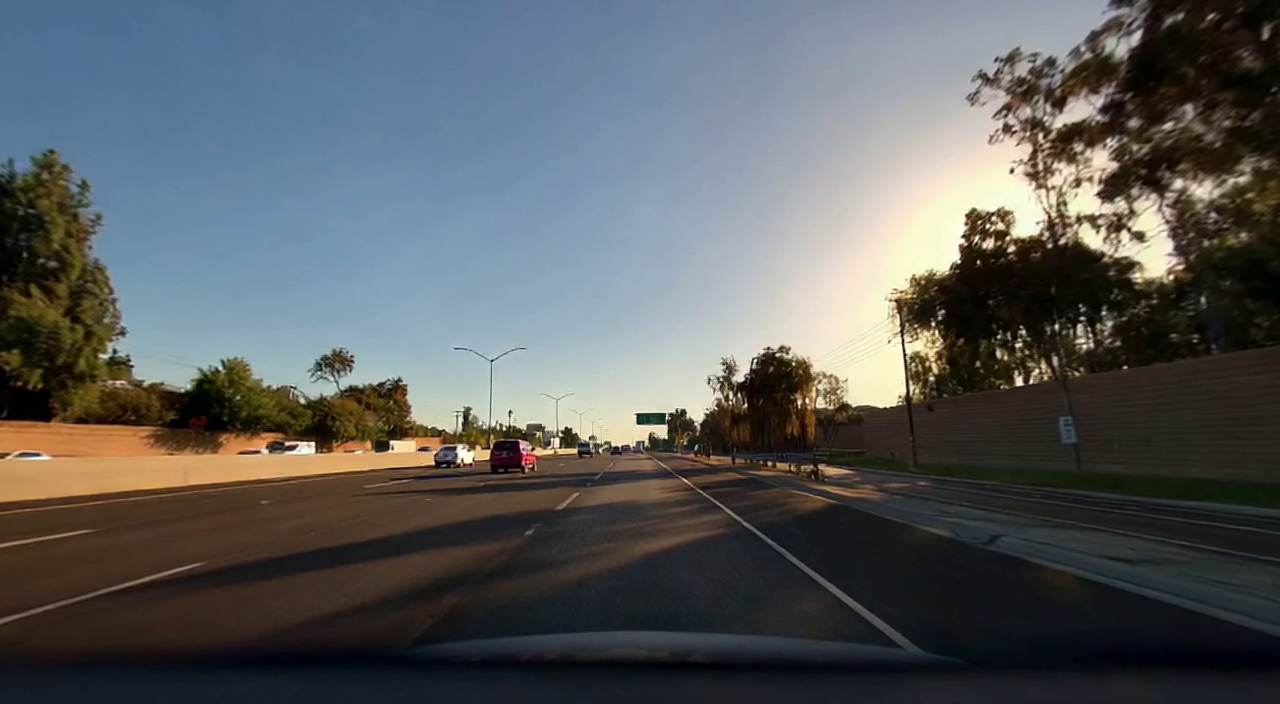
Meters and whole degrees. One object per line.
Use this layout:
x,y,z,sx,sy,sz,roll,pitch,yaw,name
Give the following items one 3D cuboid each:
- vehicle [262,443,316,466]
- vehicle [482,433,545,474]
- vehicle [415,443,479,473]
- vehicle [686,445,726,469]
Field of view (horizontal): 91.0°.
-23.100,6.725,41.579,1.527,1.415,3.464,1,-9,0,vehicle
-6.471,5.268,32.776,2.255,1.934,4.868,1,-9,0,vehicle
-10.317,5.676,34.047,2.042,1.485,4.395,0,-9,0,vehicle
4.484,7.226,43.386,2.251,1.520,4.550,1,-9,-1,vehicle
